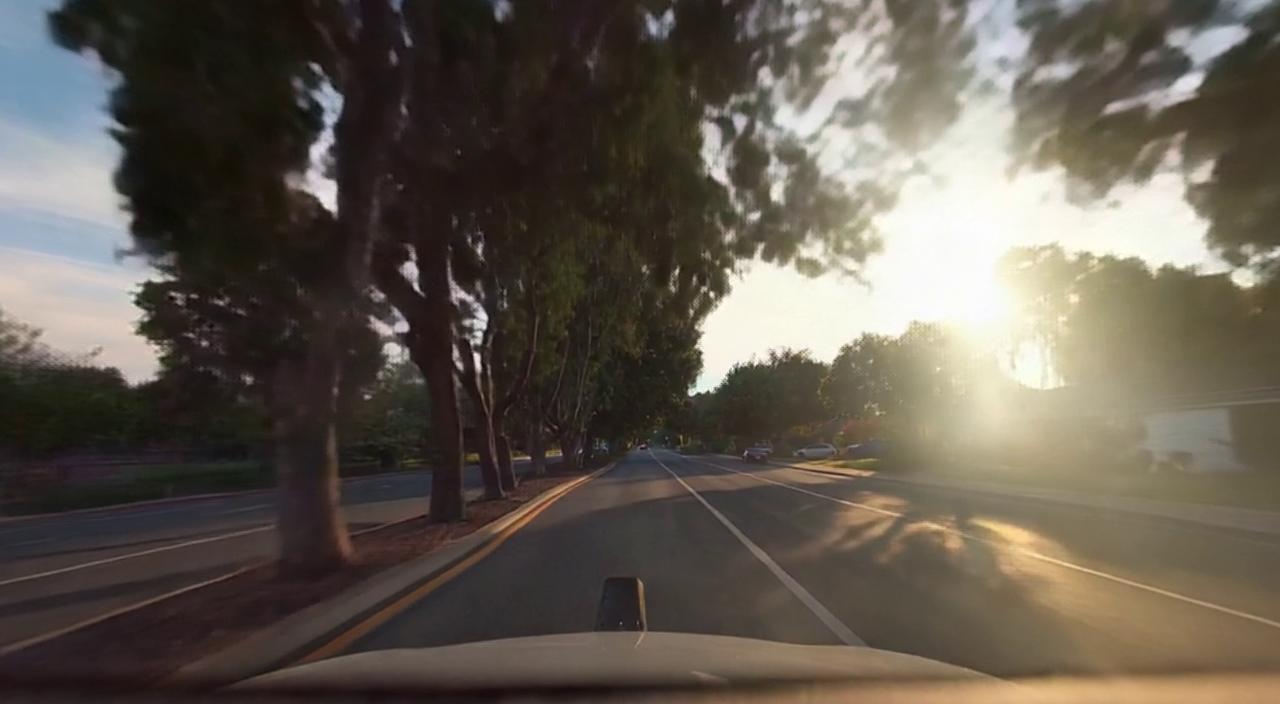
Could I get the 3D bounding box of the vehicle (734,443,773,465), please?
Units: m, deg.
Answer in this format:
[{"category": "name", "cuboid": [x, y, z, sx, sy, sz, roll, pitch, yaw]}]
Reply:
[{"category": "vehicle", "cuboid": [8.625, 7.771, 48.104, 1.940, 1.516, 4.319, 0, -9, -3]}]
